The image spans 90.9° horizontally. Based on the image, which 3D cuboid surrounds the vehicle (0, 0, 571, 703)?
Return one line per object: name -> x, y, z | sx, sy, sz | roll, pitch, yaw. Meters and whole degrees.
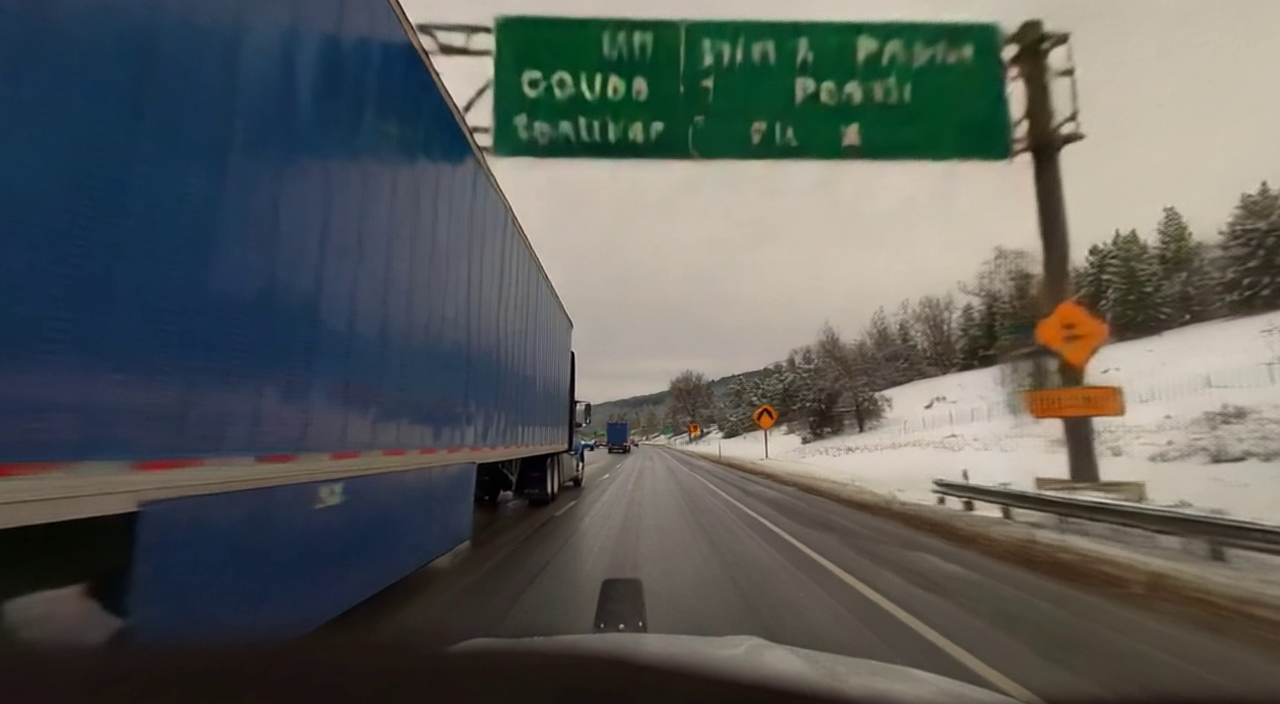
vehicle -> -3.253, 0.163, 6.427 | 3.202, 4.352, 16.251 | 0, -8, 0
